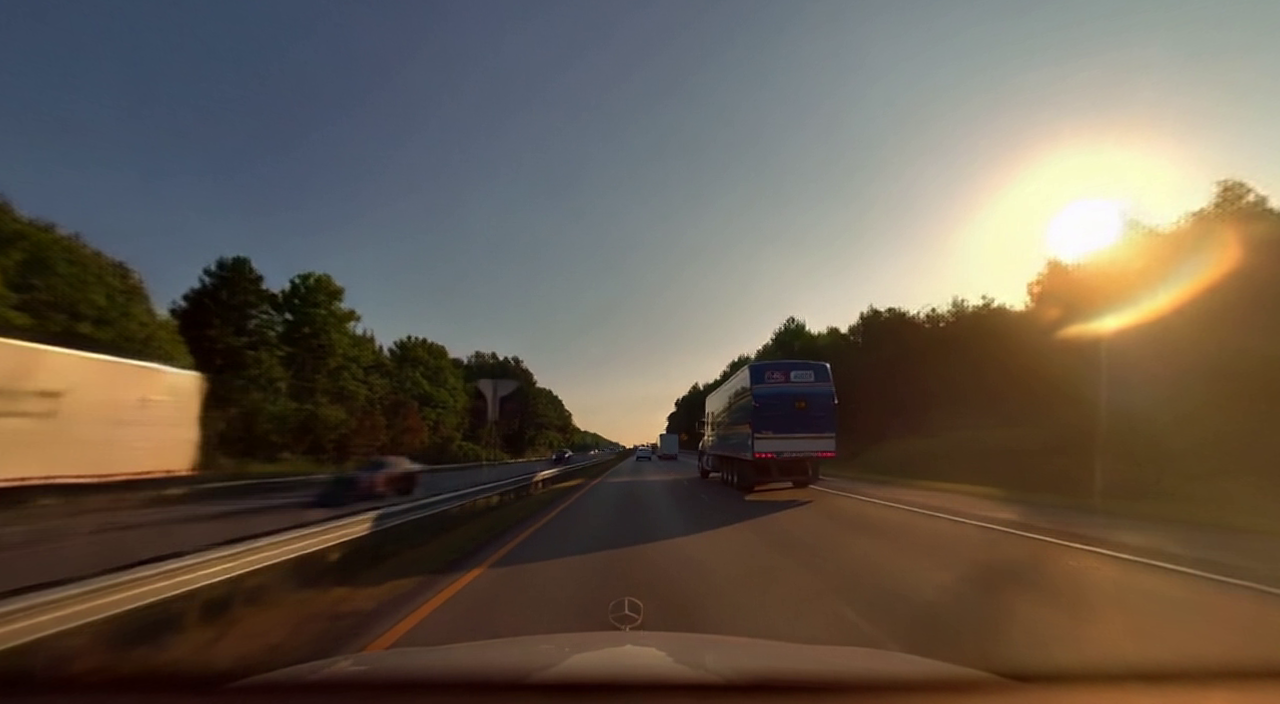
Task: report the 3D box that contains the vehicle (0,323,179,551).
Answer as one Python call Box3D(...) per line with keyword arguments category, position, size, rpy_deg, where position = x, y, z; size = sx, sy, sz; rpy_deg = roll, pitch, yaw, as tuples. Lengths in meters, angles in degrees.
Box3D(category="vehicle", position=(-13.103, 1.101, 8.561), size=(3.130, 4.067, 13.915), rpy_deg=(0, -9, 0))

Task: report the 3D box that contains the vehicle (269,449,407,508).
Box3D(category="vehicle", position=(-8.714, 3.659, 18.677), size=(2.044, 1.537, 4.159), rpy_deg=(0, -9, 0))

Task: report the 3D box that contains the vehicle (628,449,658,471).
Box3D(category="vehicle", position=(0.209, 7.223, 42.386), size=(1.926, 1.386, 3.615), rpy_deg=(0, -9, 0))

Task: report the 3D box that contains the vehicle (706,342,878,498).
Box3D(category="vehicle", position=(4.747, 2.866, 23.817), size=(2.939, 4.129, 14.300), rpy_deg=(0, -9, 0))
